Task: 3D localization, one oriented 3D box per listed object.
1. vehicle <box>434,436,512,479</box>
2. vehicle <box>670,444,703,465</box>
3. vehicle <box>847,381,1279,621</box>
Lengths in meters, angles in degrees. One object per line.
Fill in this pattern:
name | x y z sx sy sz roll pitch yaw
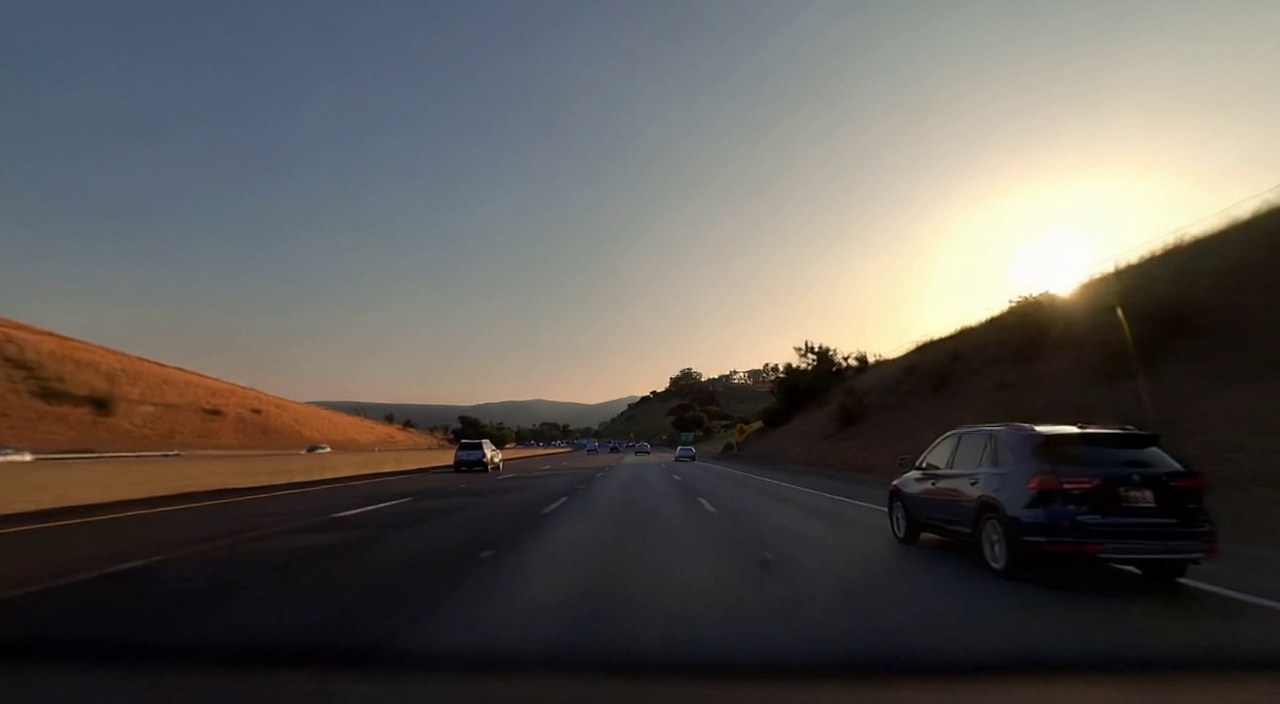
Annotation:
vehicle | -7.278 4.652 27.972 2.095 1.696 4.680 -1 -9 1
vehicle | 3.386 7.542 46.432 2.038 1.497 4.167 0 -9 -1
vehicle | 4.305 1.518 7.348 2.153 1.860 4.689 -1 -9 0
